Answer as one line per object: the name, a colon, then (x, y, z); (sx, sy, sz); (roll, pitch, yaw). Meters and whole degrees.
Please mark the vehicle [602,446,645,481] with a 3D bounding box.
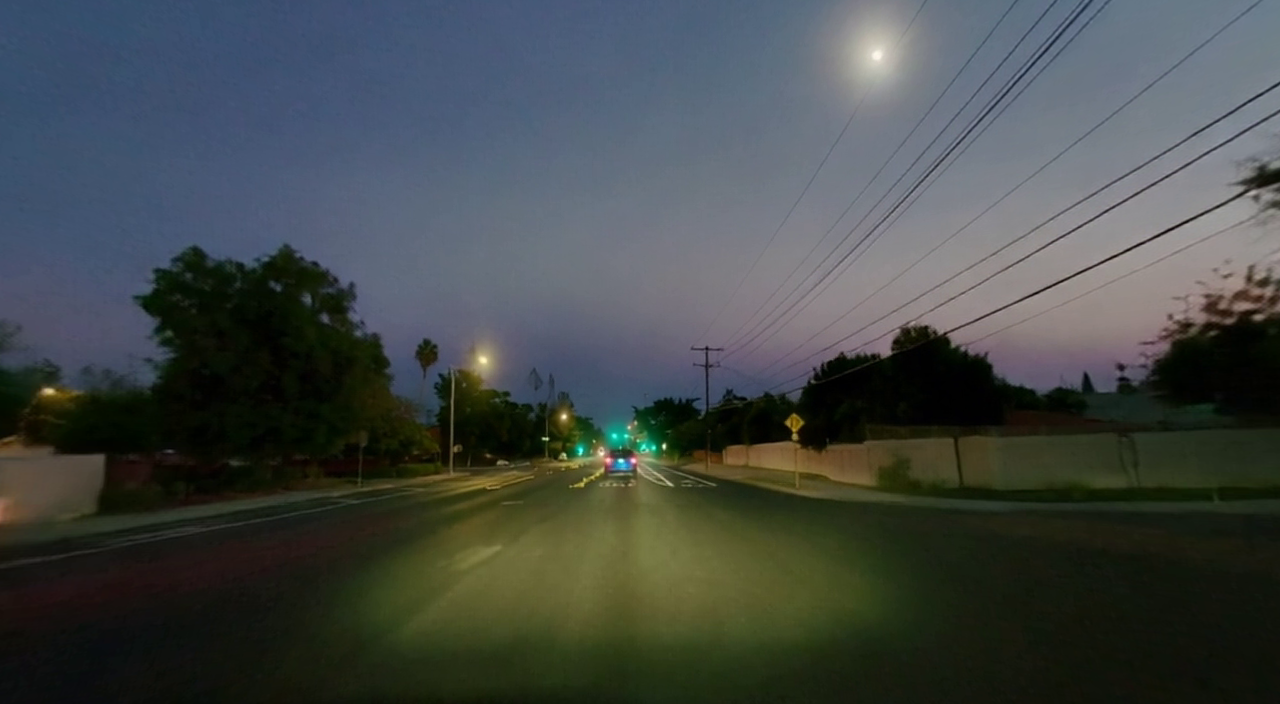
vehicle: (-0.894, 5.768, 33.062); (2.139, 1.699, 3.916); (0, -8, -2)
